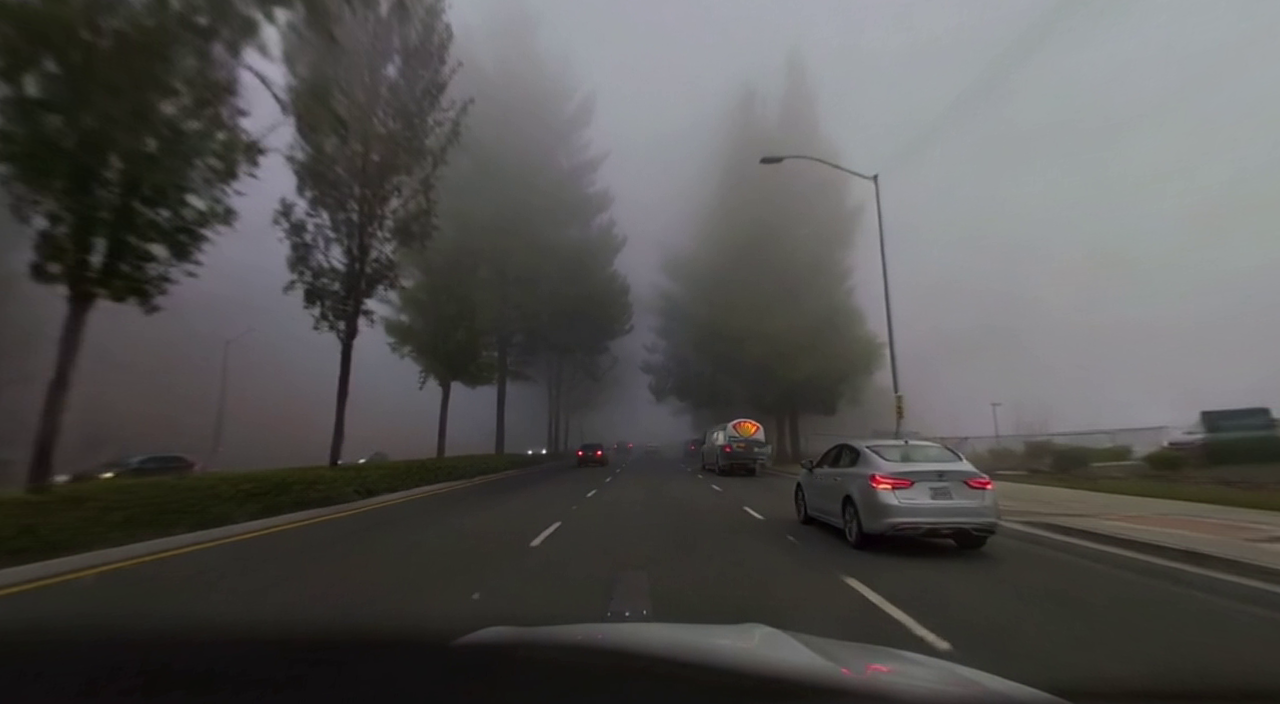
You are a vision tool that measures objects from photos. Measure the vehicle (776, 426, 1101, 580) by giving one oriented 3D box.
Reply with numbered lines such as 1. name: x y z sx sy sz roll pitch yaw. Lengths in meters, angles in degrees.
1. vehicle: 3.407 1.813 8.510 2.095 1.475 4.686 0 -8 0

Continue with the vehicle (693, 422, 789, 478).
1. vehicle: 4.218 4.303 27.952 3.245 2.199 6.295 0 -8 0

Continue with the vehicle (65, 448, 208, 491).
1. vehicle: -21.775 5.046 27.579 2.106 1.660 4.699 -1 -8 5

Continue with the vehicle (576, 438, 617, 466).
1. vehicle: -2.801 6.538 41.329 2.250 1.713 4.422 0 -8 2

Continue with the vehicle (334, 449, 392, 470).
1. vehicle: -20.776 8.049 47.447 2.222 1.472 4.563 0 -8 1
